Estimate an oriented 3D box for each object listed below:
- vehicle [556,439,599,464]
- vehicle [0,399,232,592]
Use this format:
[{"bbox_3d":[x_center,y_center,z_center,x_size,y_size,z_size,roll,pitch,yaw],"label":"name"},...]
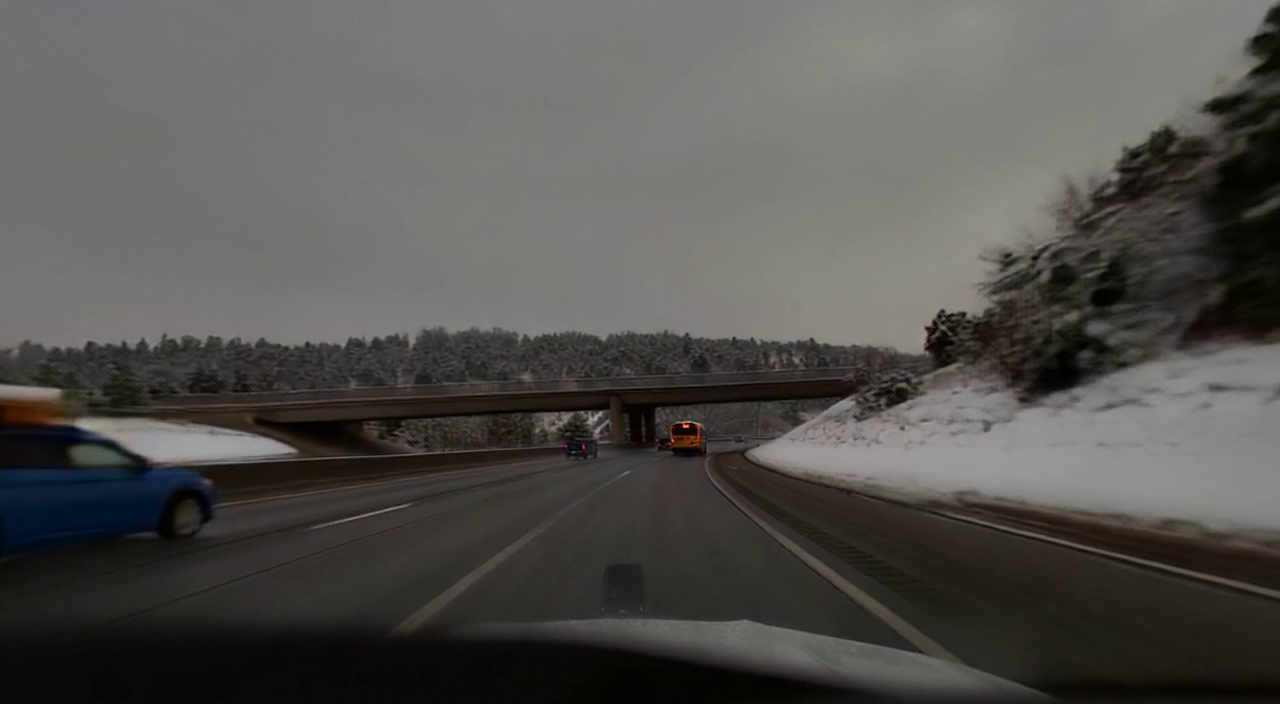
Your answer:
[{"bbox_3d":[-4.410,7.072,44.996,2.106,1.704,4.637,-1,-9,7],"label":"vehicle"},{"bbox_3d":[-6.722,1.364,6.221,2.172,1.689,4.625,0,-8,2],"label":"vehicle"}]
